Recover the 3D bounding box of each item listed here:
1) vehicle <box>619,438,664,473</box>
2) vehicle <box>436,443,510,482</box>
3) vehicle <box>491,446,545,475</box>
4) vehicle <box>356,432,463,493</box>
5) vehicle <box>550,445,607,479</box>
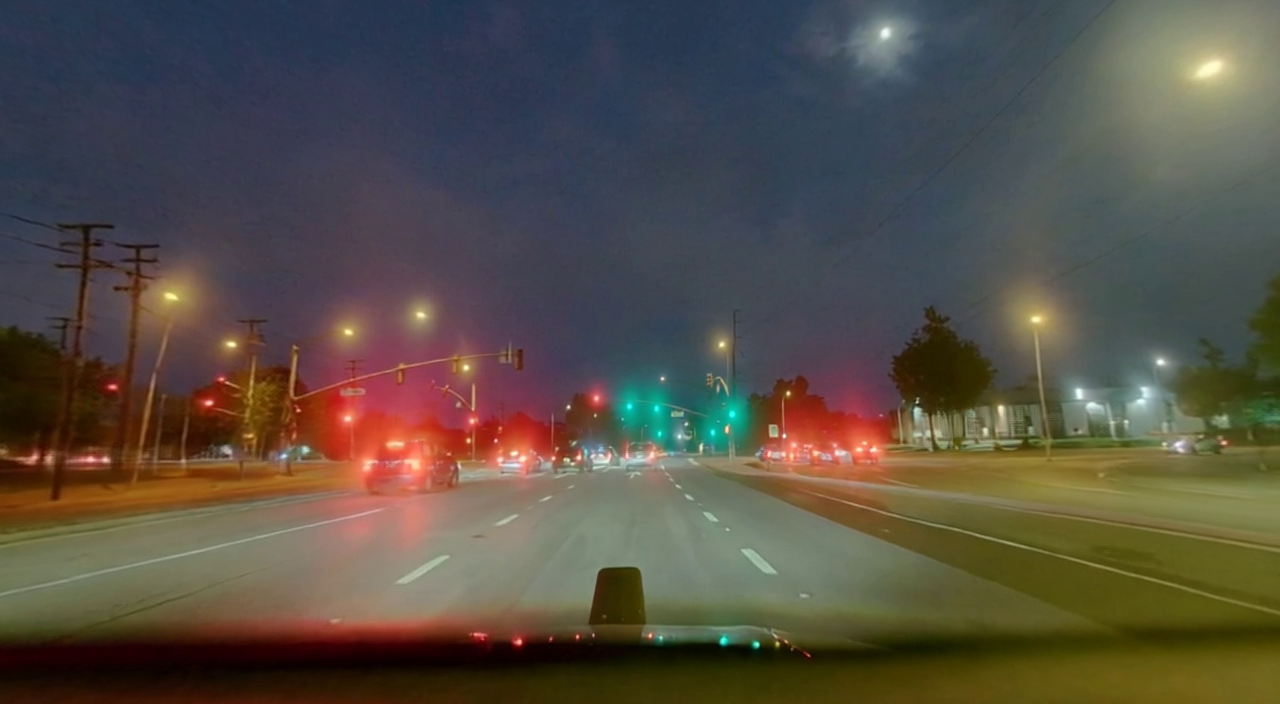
[{"bbox_3d":[0.159,5.824,35.831,2.276,1.850,3.897,-1,-8,4],"label":"vehicle"},{"bbox_3d":[-7.314,4.858,28.082,1.912,1.573,4.299,-1,-8,3],"label":"vehicle"},{"bbox_3d":[-6.730,6.032,35.383,1.904,1.449,4.580,-1,-8,3],"label":"vehicle"},{"bbox_3d":[-7.335,3.547,20.600,1.860,1.754,4.089,0,-8,1],"label":"vehicle"},{"bbox_3d":[-2.801,5.117,29.687,2.064,1.464,4.373,0,-8,2],"label":"vehicle"}]
